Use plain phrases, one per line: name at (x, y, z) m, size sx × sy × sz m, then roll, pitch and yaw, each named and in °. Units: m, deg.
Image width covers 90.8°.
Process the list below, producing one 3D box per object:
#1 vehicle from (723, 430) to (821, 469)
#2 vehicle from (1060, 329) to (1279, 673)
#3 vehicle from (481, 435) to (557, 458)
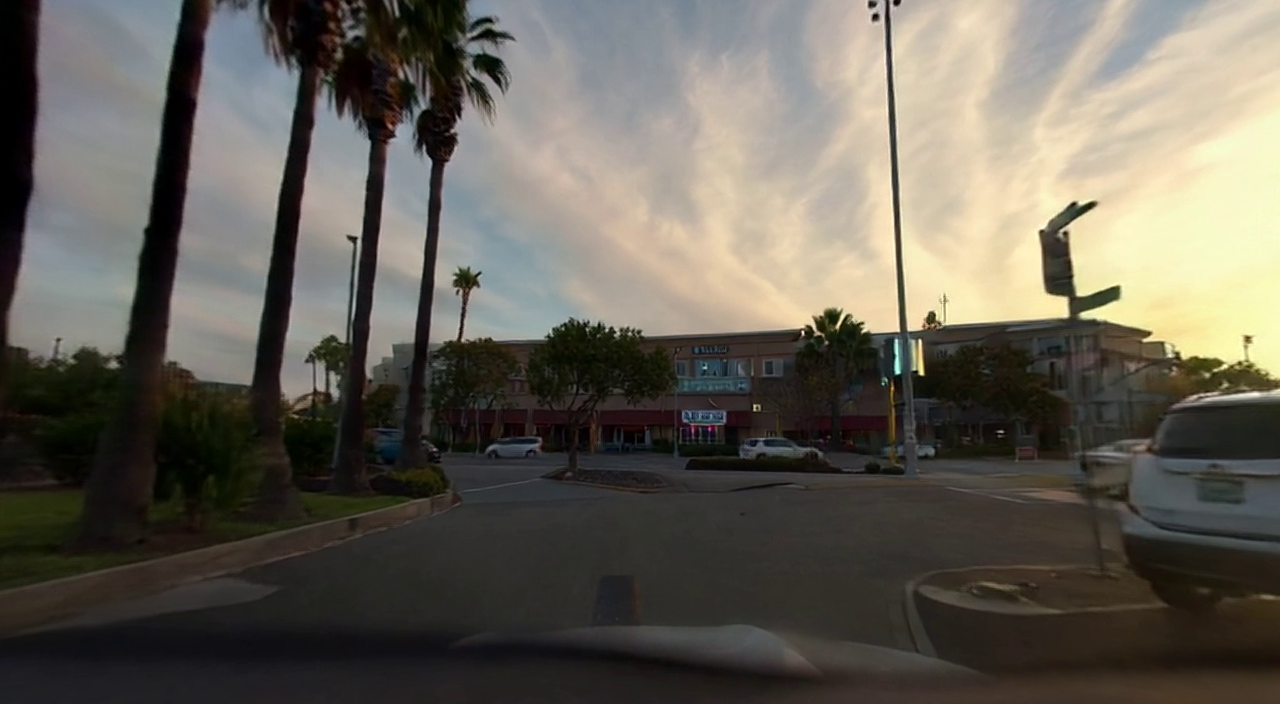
vehicle at (6.315, 4.723, 30.627) m, size 4.211 × 1.756 × 2.158 m, roll 1°, pitch -8°, yaw -2°
vehicle at (5.837, 0.944, 4.261) m, size 4.656 × 1.886 × 1.915 m, roll 1°, pitch -8°, yaw -4°
vehicle at (-8.175, 6.455, 43.116) m, size 4.850 × 1.472 × 1.777 m, roll 1°, pitch -8°, yaw -3°
